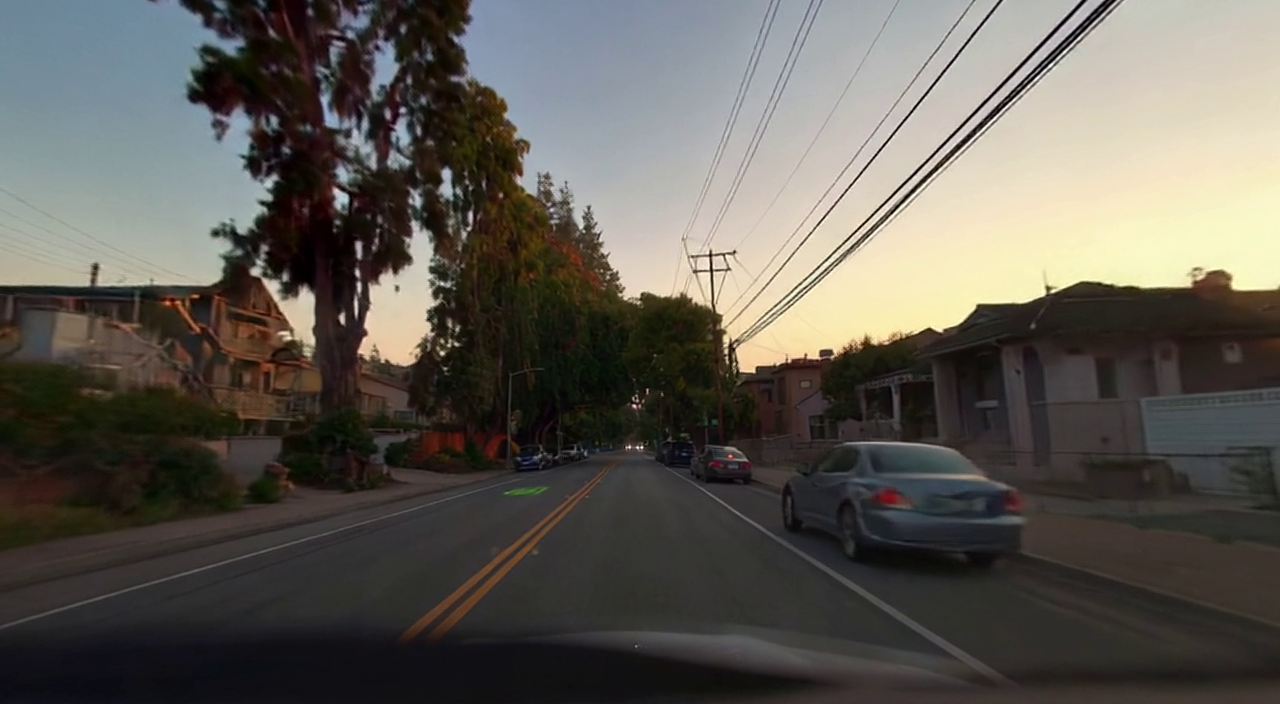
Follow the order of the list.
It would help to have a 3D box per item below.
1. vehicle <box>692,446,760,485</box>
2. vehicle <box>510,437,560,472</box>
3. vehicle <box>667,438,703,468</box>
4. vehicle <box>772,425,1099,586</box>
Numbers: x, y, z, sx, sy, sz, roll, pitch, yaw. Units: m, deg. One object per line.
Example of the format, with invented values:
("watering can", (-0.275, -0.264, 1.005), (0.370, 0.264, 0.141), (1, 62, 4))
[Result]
("vehicle", (3.275, 4.408, 24.877), (1.967, 1.382, 4.361), (0, -8, -1))
("vehicle", (-6.825, 6.685, 41.592), (2.451, 2.099, 5.112), (-1, -8, 0))
("vehicle", (3.074, 7.026, 44.302), (2.065, 1.953, 5.359), (0, -8, -1))
("vehicle", (3.425, 1.864, 8.698), (2.024, 1.554, 4.867), (0, -8, -2))
